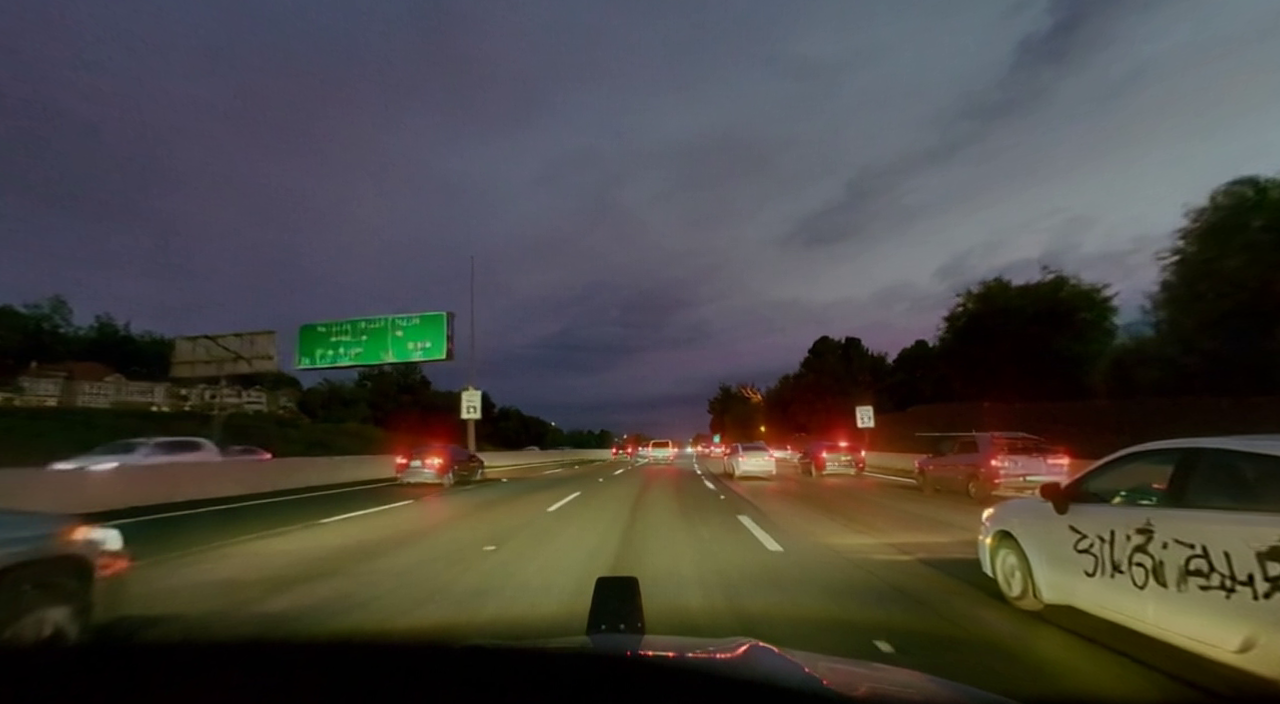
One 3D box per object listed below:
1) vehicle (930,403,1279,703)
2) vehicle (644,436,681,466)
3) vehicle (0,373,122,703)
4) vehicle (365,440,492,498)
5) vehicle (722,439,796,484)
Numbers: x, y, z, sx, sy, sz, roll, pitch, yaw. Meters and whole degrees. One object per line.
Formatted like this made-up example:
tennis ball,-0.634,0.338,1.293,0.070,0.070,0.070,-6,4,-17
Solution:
vehicle,3.730,1.146,3.859,1.912,1.509,4.291,0,-8,1
vehicle,1.393,6.193,39.683,2.183,1.764,4.134,0,-8,2
vehicle,-3.575,0.638,0.813,2.136,1.571,4.285,0,-8,0
vehicle,-6.088,3.390,18.820,2.050,1.507,4.375,0,-8,3
vehicle,4.100,3.843,22.385,1.854,1.438,3.954,0,-8,0
